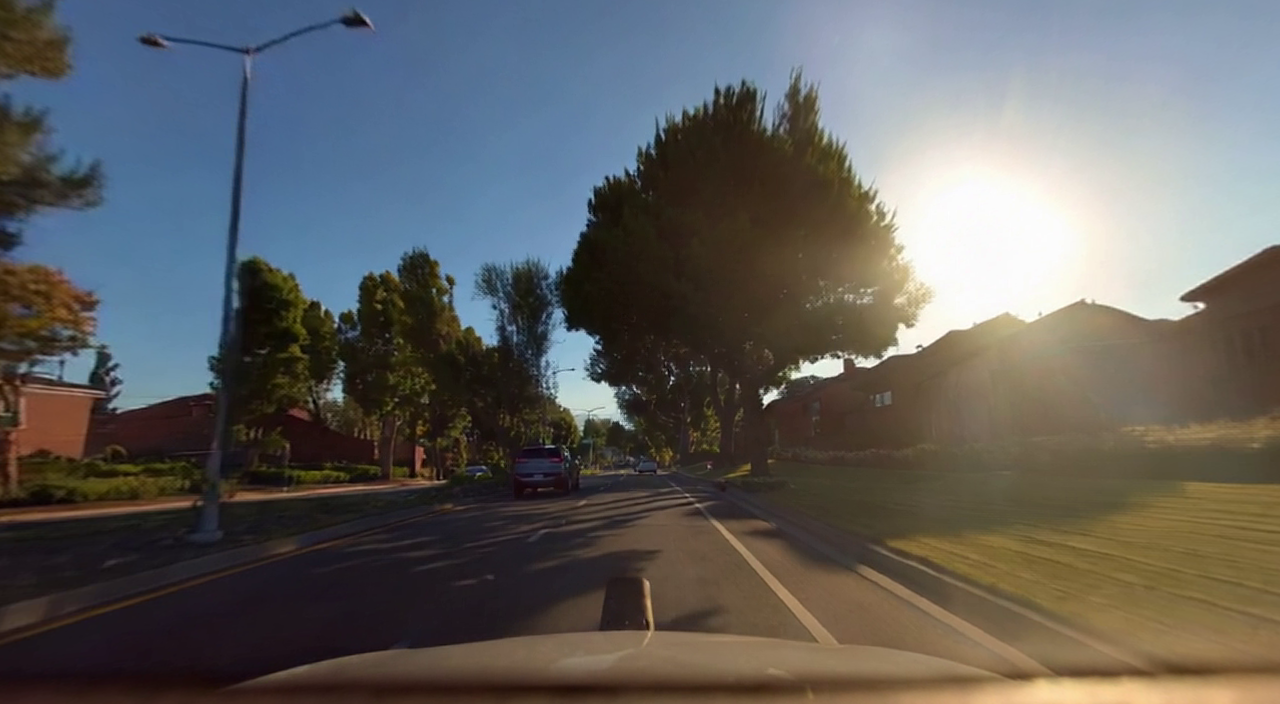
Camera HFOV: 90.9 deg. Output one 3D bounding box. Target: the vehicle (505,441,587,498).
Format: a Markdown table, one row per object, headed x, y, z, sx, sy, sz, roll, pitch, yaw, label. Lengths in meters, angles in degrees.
| x | y | z | sx | sy | sz | roll | pitch | yaw | label |
| --- | --- | --- | --- | --- | --- | --- | --- | --- | --- |
| -3.110 | 3.997 | 21.882 | 2.073 | 1.770 | 4.302 | 0 | -8 | 1 | vehicle |
